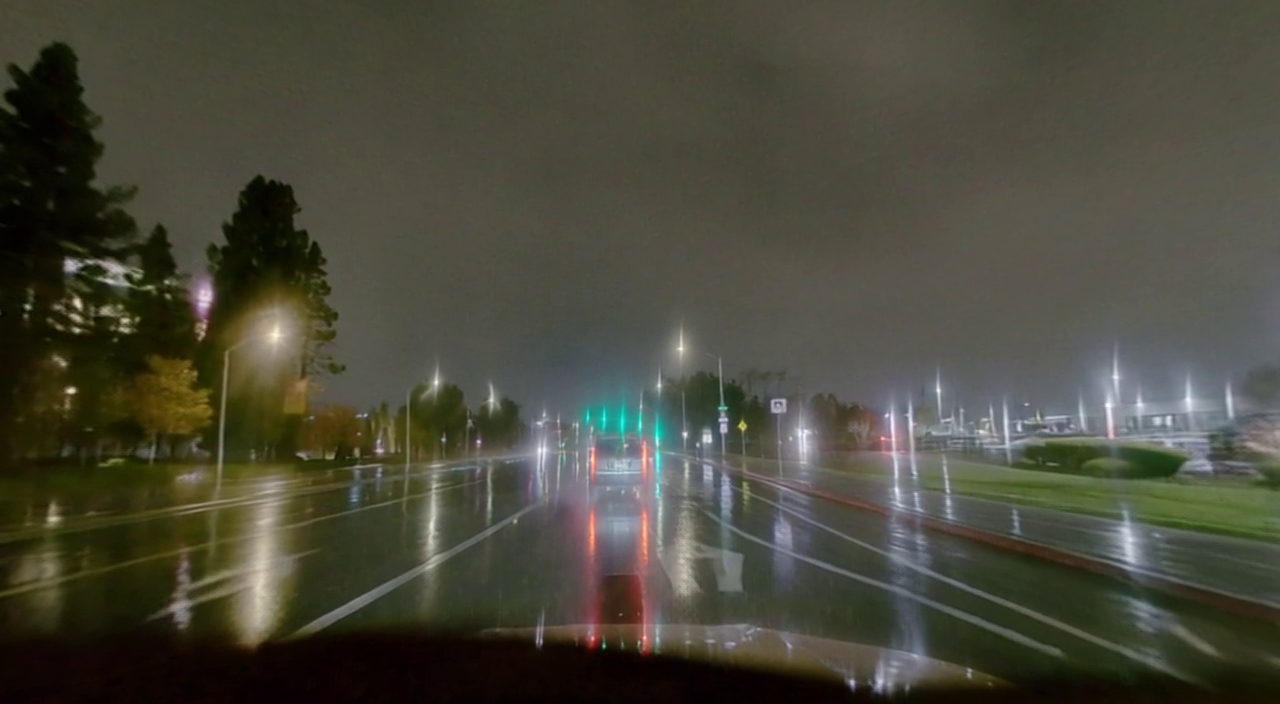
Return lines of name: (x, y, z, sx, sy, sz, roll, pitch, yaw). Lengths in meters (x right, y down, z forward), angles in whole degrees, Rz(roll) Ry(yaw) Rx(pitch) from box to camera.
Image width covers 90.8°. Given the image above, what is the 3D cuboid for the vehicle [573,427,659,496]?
vehicle: (-0.596, 3.028, 17.807, 2.130, 1.711, 4.038, 0, -8, 0)
